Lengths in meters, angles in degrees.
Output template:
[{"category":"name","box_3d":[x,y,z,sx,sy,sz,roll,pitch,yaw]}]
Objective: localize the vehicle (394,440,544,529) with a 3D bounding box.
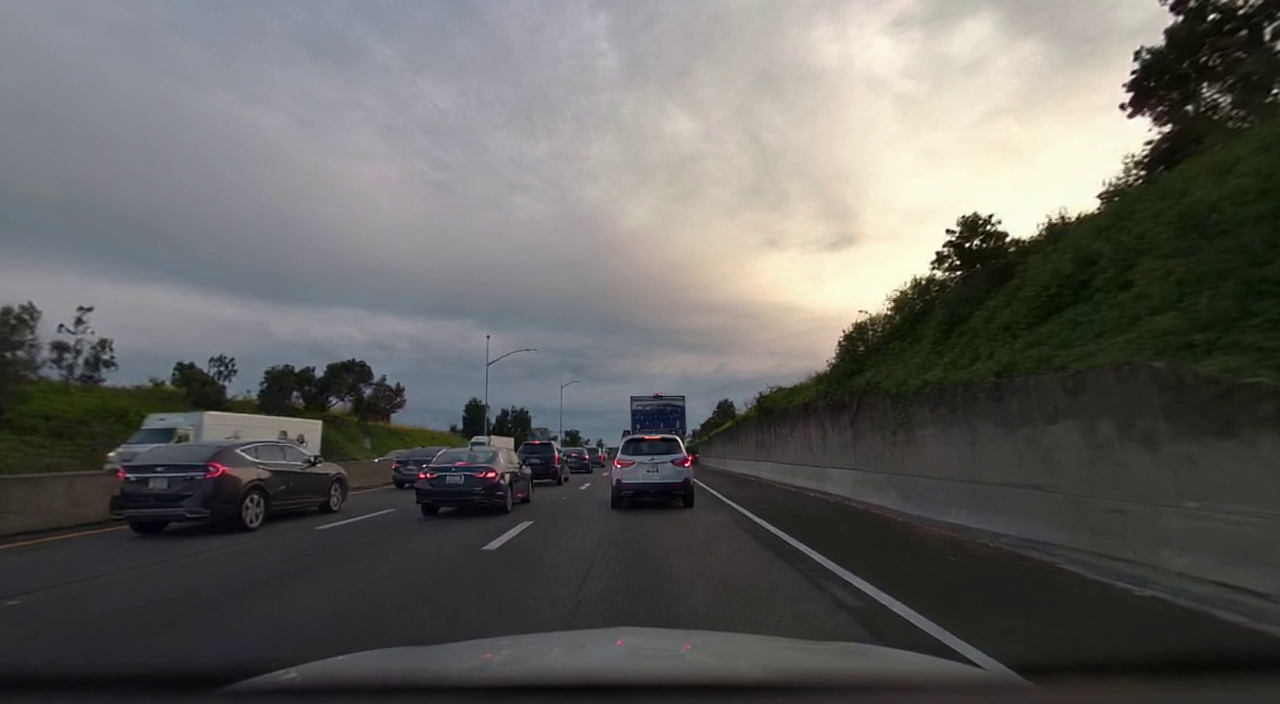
[{"category":"vehicle","box_3d":[-3.253,2.601,12.886,1.917,1.506,3.949,0,-9,1]}]

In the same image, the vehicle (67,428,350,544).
[{"category":"vehicle","box_3d":[-7.469,2.347,11.695,1.986,1.700,4.558,0,-9,0]}]

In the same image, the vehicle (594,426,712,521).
[{"category":"vehicle","box_3d":[0.227,2.704,14.564,2.210,1.760,5.303,0,-9,-1]}]
